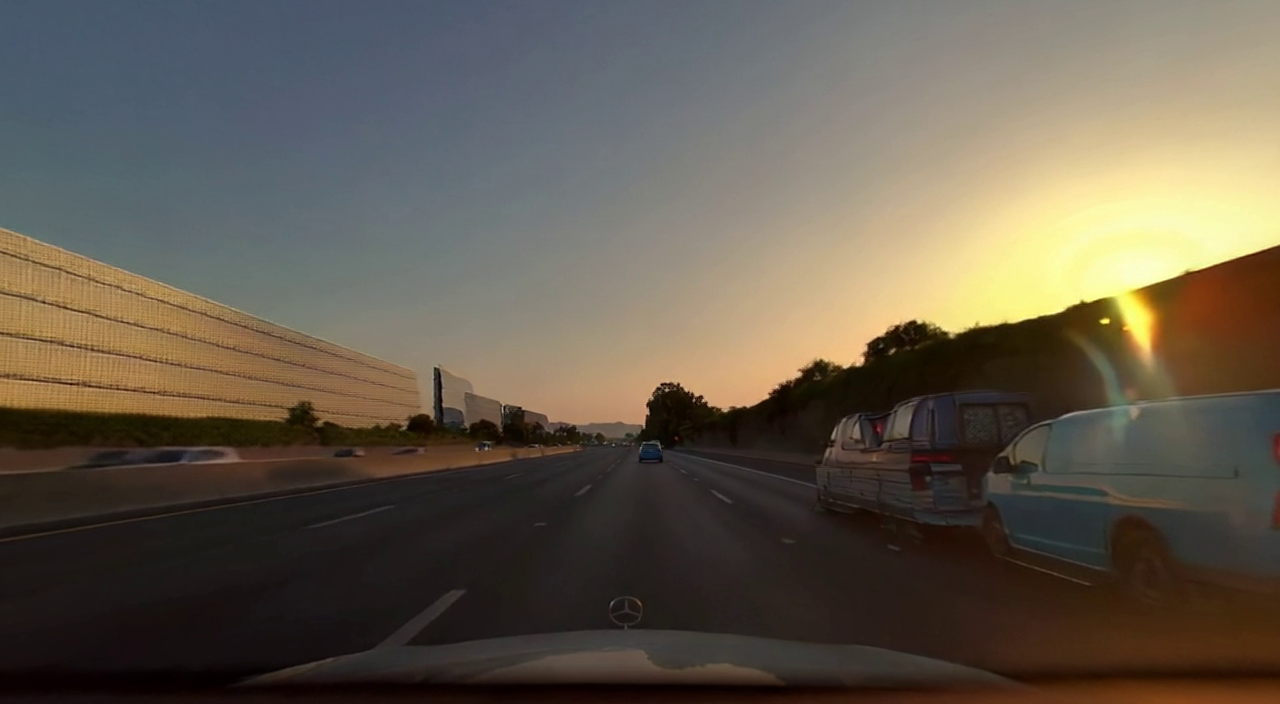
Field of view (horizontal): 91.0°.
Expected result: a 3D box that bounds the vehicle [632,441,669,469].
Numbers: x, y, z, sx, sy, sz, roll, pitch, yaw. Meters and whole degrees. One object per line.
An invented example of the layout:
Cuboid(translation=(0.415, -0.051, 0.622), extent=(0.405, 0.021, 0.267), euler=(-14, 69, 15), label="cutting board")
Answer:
Cuboid(translation=(0.573, 5.725, 35.239), extent=(1.997, 1.484, 3.409), euler=(0, -8, 0), label="vehicle")
